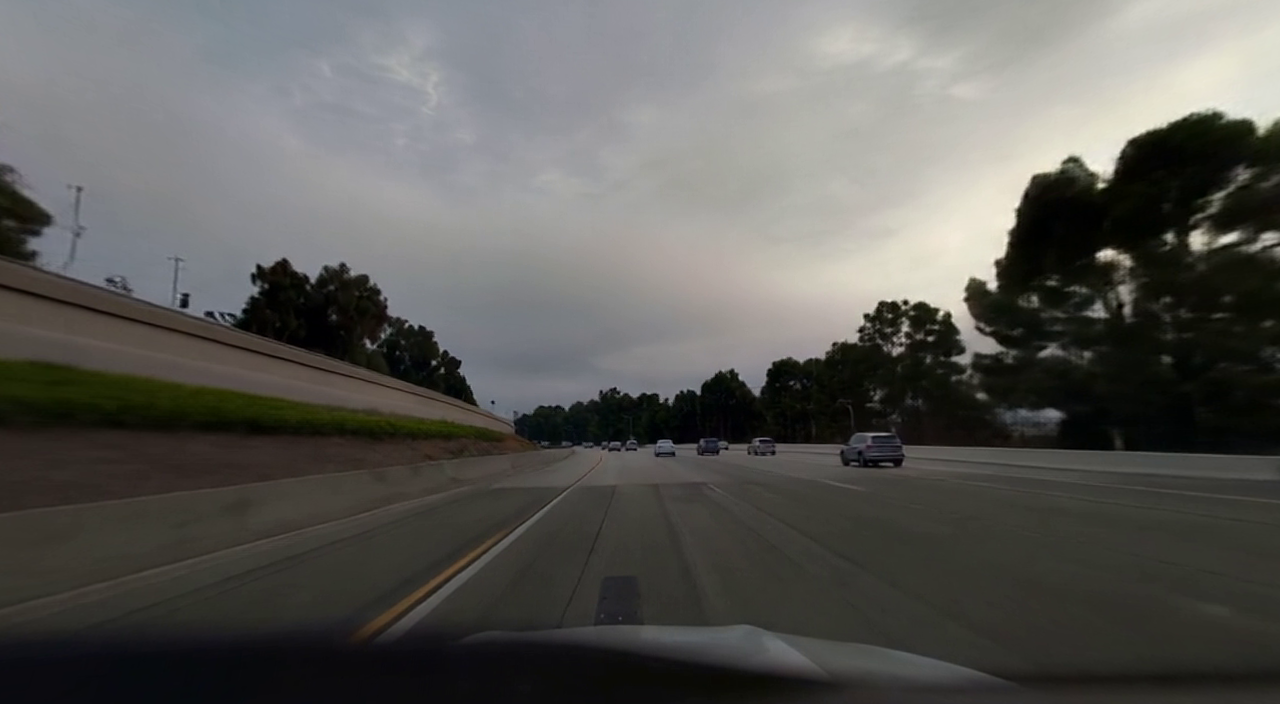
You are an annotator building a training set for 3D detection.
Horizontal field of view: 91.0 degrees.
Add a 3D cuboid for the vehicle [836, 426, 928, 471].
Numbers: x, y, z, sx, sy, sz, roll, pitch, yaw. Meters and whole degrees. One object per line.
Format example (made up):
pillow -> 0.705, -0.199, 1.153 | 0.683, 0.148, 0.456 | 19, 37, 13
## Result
vehicle -> 10.421, 4.199, 27.528 | 2.077, 1.763, 4.472 | 0, -8, -2
